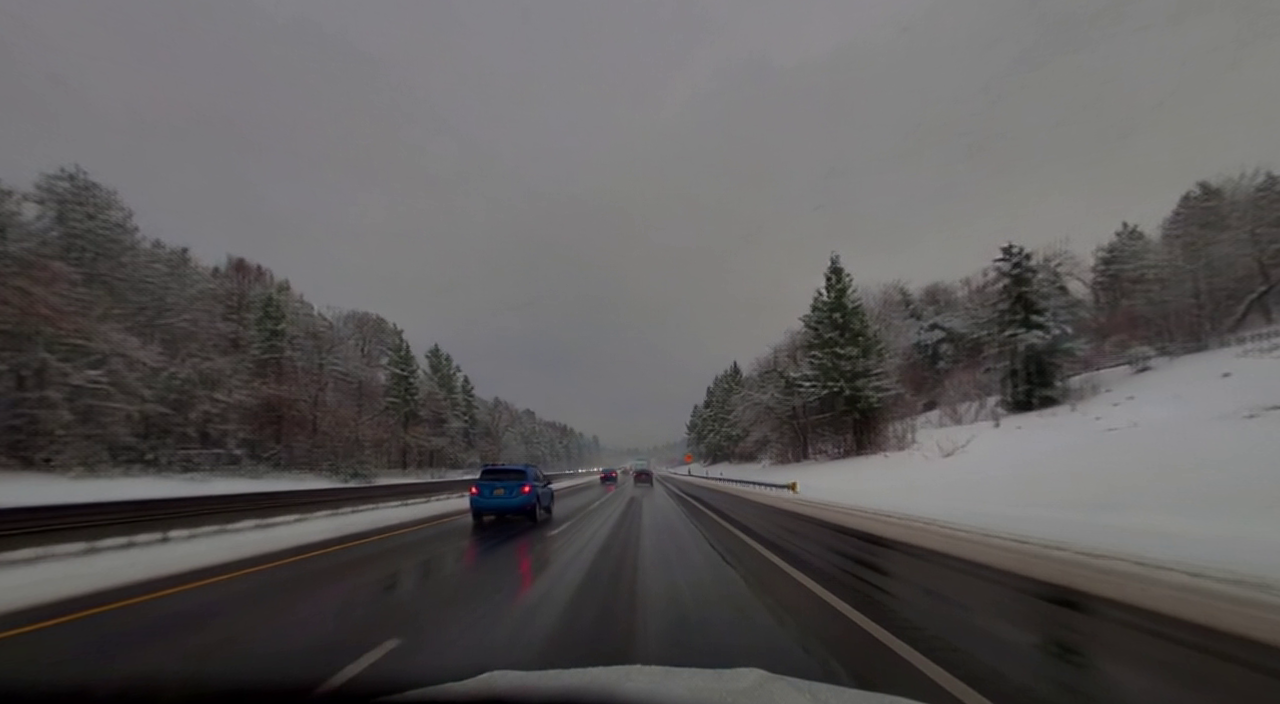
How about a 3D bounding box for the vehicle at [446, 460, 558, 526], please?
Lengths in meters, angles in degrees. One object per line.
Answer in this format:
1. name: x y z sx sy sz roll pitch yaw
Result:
1. vehicle: -3.620 3.825 17.439 2.047 1.523 4.279 1 -11 1
